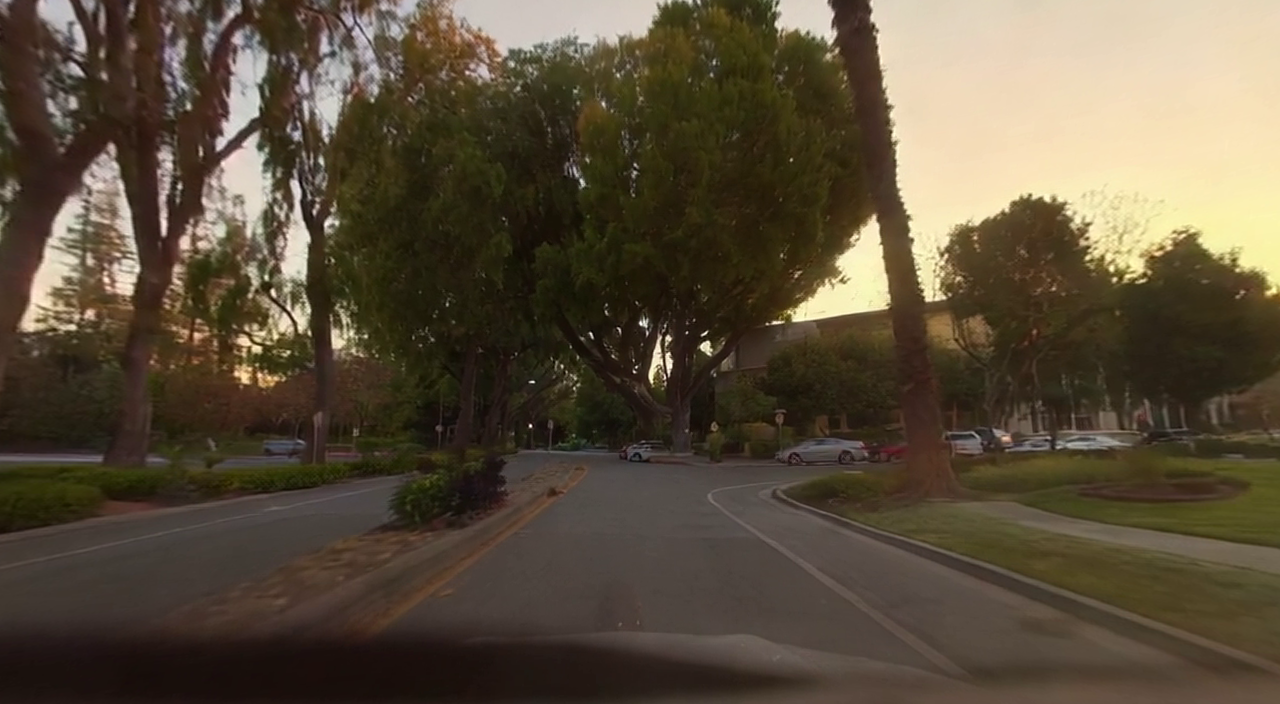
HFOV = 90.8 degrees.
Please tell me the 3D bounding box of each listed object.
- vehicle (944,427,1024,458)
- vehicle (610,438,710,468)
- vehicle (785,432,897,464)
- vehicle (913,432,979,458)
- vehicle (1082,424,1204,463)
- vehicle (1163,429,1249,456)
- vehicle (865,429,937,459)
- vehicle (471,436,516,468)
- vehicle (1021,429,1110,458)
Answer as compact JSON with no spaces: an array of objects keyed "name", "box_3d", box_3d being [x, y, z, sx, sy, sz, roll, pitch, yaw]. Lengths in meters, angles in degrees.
[{"name":"vehicle","box_3d":[20.716,5.514,38.306,2.023,1.736,4.227,1,-9,-8]},{"name":"vehicle","box_3d":[1.031,5.395,33.736,4.890,1.478,2.253,-6,-10,34]},{"name":"vehicle","box_3d":[9.968,4.807,31.630,4.870,1.507,2.073,-1,-9,0]},{"name":"vehicle","box_3d":[17.985,5.481,37.290,1.673,1.436,3.700,0,-8,-8]},{"name":"vehicle","box_3d":[21.147,3.887,26.635,3.830,1.429,1.890,4,-10,-10]},{"name":"vehicle","box_3d":[36.120,5.794,40.458,1.790,1.665,3.807,0,-8,-4]},{"name":"vehicle","box_3d":[15.482,5.528,37.761,2.073,1.642,4.468,0,-9,-6]},{"name":"vehicle","box_3d":[-8.891,6.109,38.700,2.100,1.771,4.463,0,-8,-6]},{"name":"vehicle","box_3d":[25.684,5.559,38.372,1.919,1.592,4.607,0,-9,-5]}]
